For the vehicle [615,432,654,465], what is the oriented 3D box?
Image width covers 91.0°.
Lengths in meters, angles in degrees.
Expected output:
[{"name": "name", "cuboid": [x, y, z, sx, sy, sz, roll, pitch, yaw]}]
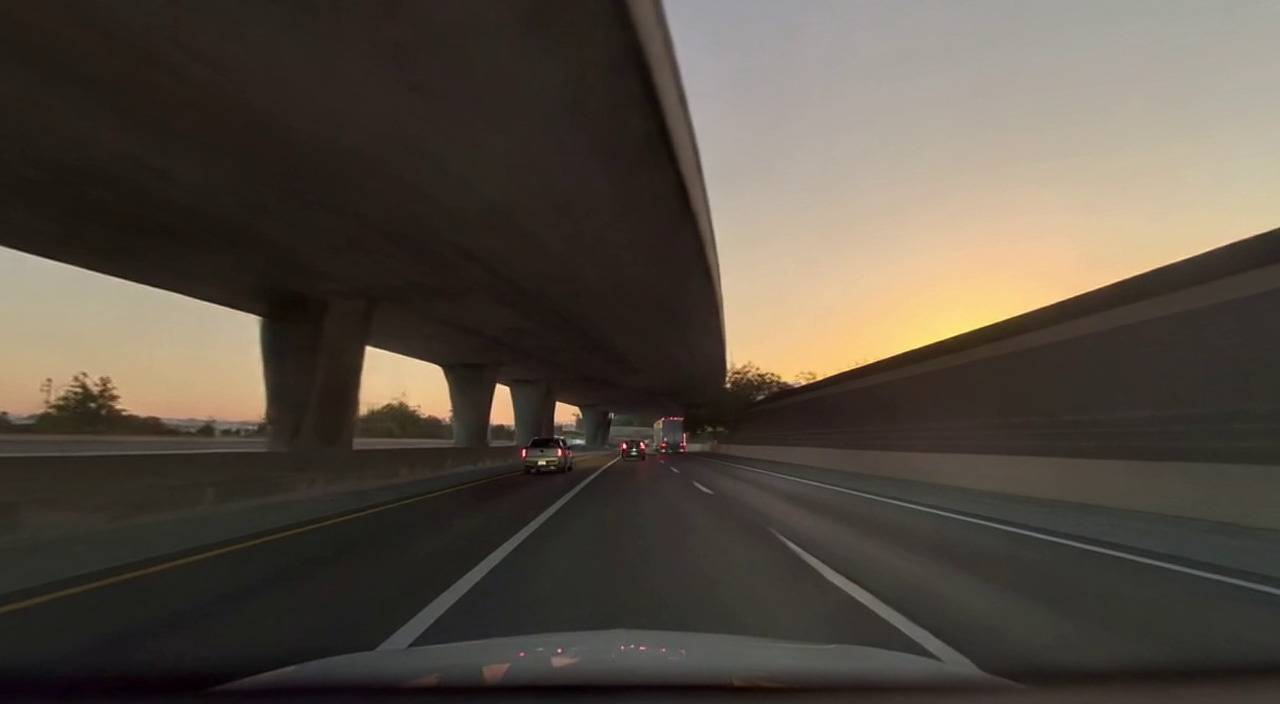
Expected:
[{"name": "vehicle", "cuboid": [-0.407, 6.453, 42.190, 2.456, 2.007, 4.728, 0, -8, -2]}]

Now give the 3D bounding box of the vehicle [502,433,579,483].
[{"name": "vehicle", "cuboid": [-3.802, 4.133, 24.906, 2.326, 1.761, 4.450, -1, -8, 0]}]
